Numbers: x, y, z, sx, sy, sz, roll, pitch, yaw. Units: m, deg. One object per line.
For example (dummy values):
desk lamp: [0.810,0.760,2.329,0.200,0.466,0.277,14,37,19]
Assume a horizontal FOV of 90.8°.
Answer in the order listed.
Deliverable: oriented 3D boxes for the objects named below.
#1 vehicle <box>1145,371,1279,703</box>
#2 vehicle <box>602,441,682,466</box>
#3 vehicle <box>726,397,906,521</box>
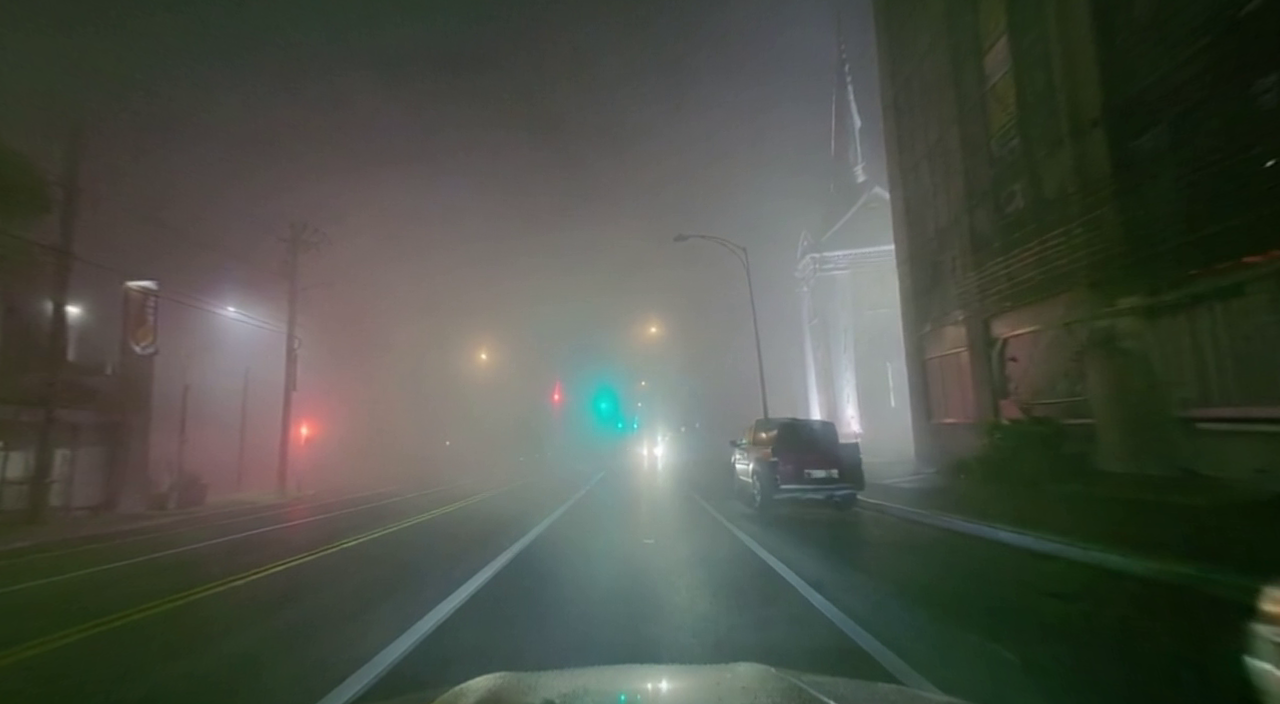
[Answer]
vehicle: [3.420,0.698,0.582,1.963,1.862,4.724,-3,-8,1]
vehicle: [0.117,6.292,39.198,4.620,1.476,1.881,5,-10,-29]
vehicle: [3.319,2.202,13.407,2.269,2.046,5.649,0,-8,1]
